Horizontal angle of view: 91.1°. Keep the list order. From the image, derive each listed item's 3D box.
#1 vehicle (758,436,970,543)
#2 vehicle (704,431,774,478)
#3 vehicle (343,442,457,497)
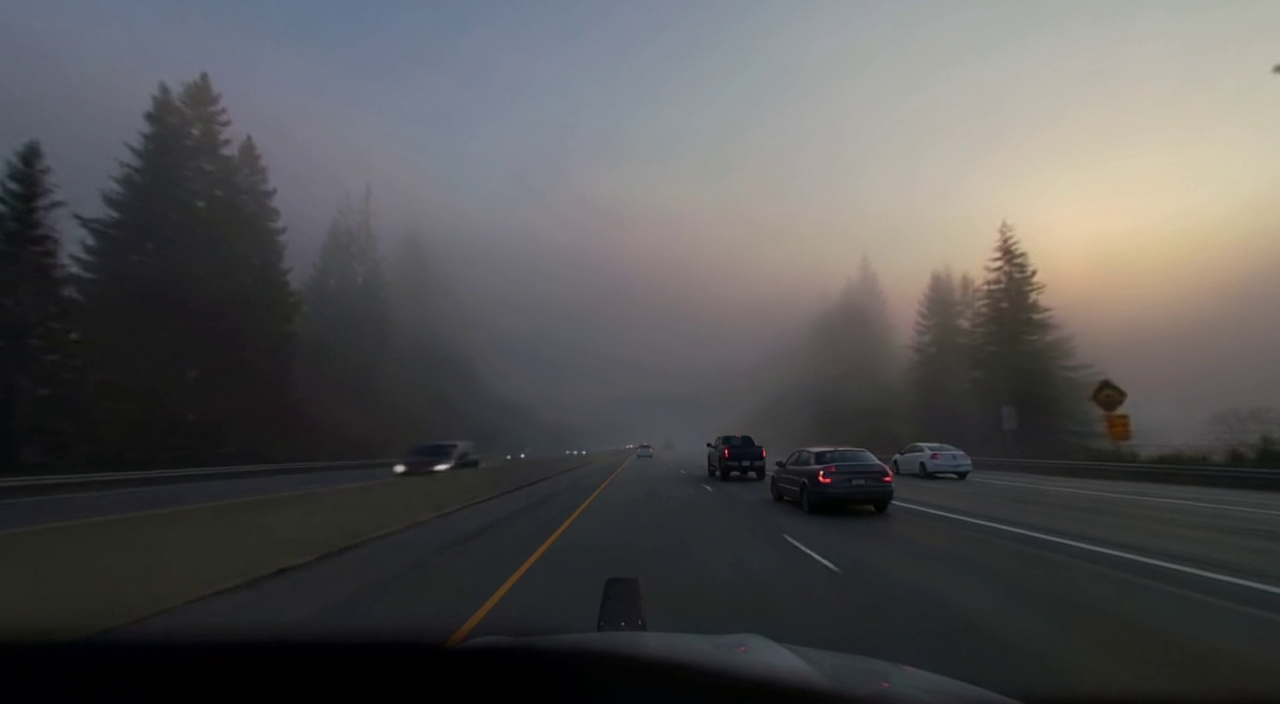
[{"bbox_3d":[3.548,2.251,11.113,1.904,1.453,4.789,0,-8,-1],"label":"vehicle"},{"bbox_3d":[4.273,4.542,28.117,2.206,1.902,5.460,0,-8,0],"label":"vehicle"},{"bbox_3d":[-8.005,3.937,21.493,2.163,1.686,4.251,0,-8,1],"label":"vehicle"}]
